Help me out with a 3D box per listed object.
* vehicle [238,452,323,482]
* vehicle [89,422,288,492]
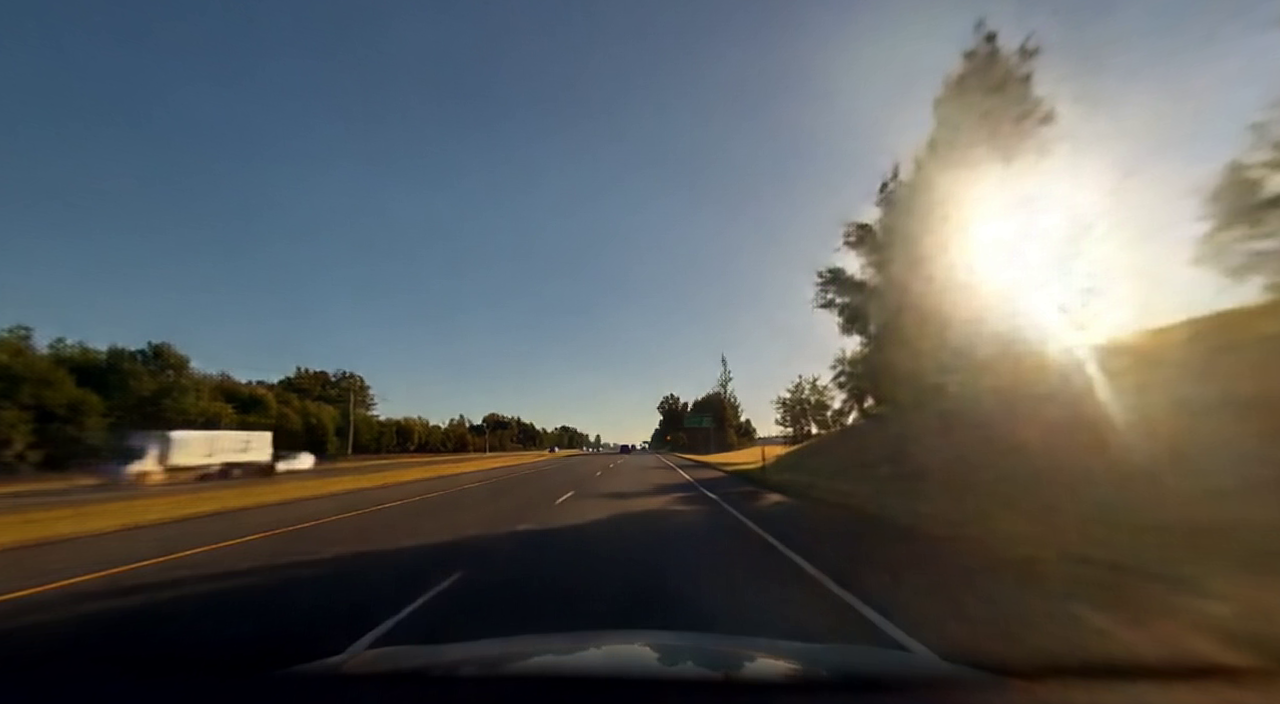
[{"bbox_3d":[-19.698,6.293,34.752,1.974,1.481,4.441,0,-9,2],"label":"vehicle"},{"bbox_3d":[-23.305,5.540,33.666,2.969,3.150,10.176,0,-9,1],"label":"vehicle"}]
